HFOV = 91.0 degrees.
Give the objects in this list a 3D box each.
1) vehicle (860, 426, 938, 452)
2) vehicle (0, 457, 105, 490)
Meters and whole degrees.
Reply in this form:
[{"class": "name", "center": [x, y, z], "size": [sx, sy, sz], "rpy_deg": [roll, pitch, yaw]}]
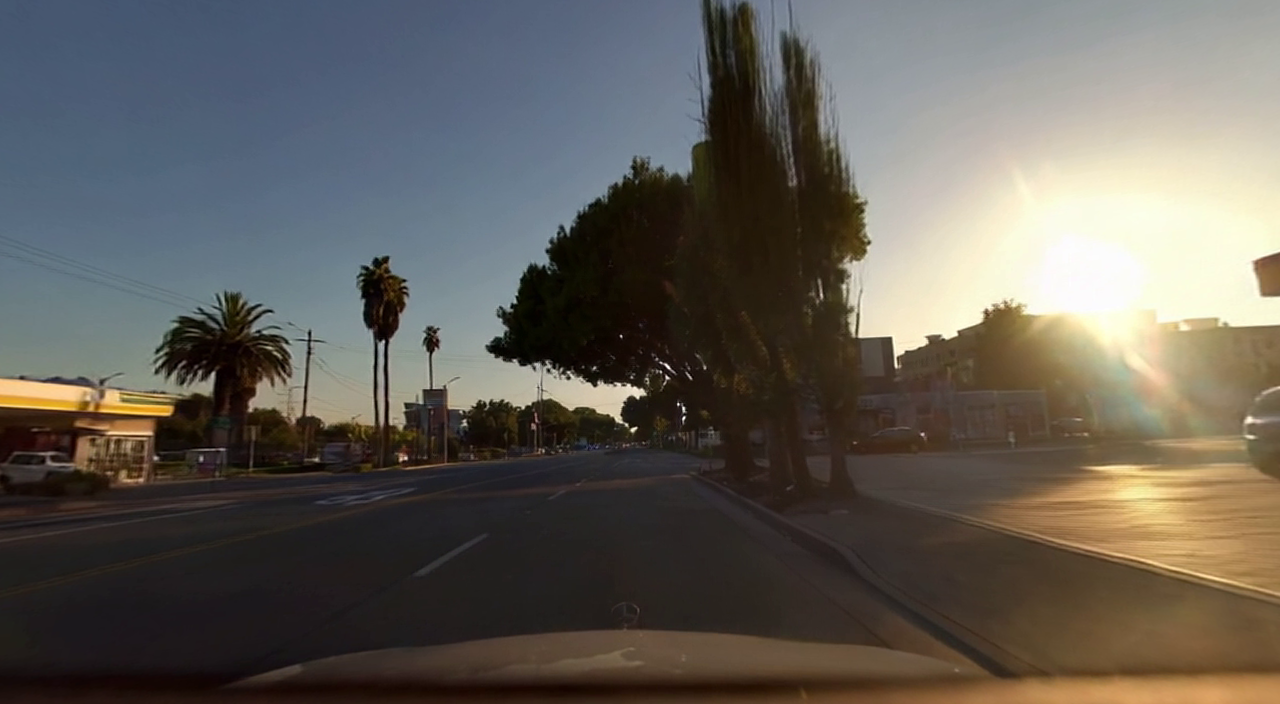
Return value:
[{"class": "vehicle", "center": [18.490, 6.246, 45.090], "size": [4.640, 1.800, 2.026], "rpy_deg": [0, -9, -2]}, {"class": "vehicle", "center": [-29.151, 5.883, 30.693], "size": [4.420, 1.445, 1.954], "rpy_deg": [6, -11, -37]}]
